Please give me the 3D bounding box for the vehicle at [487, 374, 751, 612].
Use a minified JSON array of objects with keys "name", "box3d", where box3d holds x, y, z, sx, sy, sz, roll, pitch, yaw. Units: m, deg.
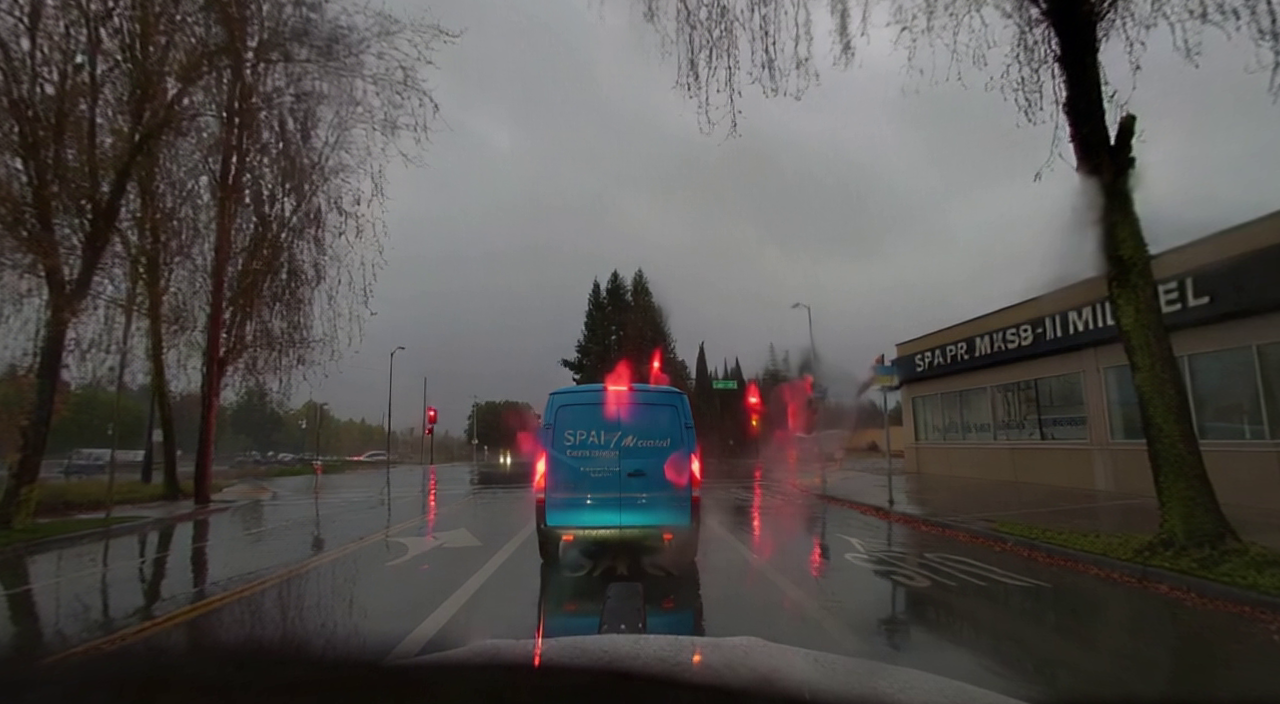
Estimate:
[{"name":"vehicle","box3d":[-0.295,1.465,7.293,2.181,1.949,3.932,1,-9,-4]}]
